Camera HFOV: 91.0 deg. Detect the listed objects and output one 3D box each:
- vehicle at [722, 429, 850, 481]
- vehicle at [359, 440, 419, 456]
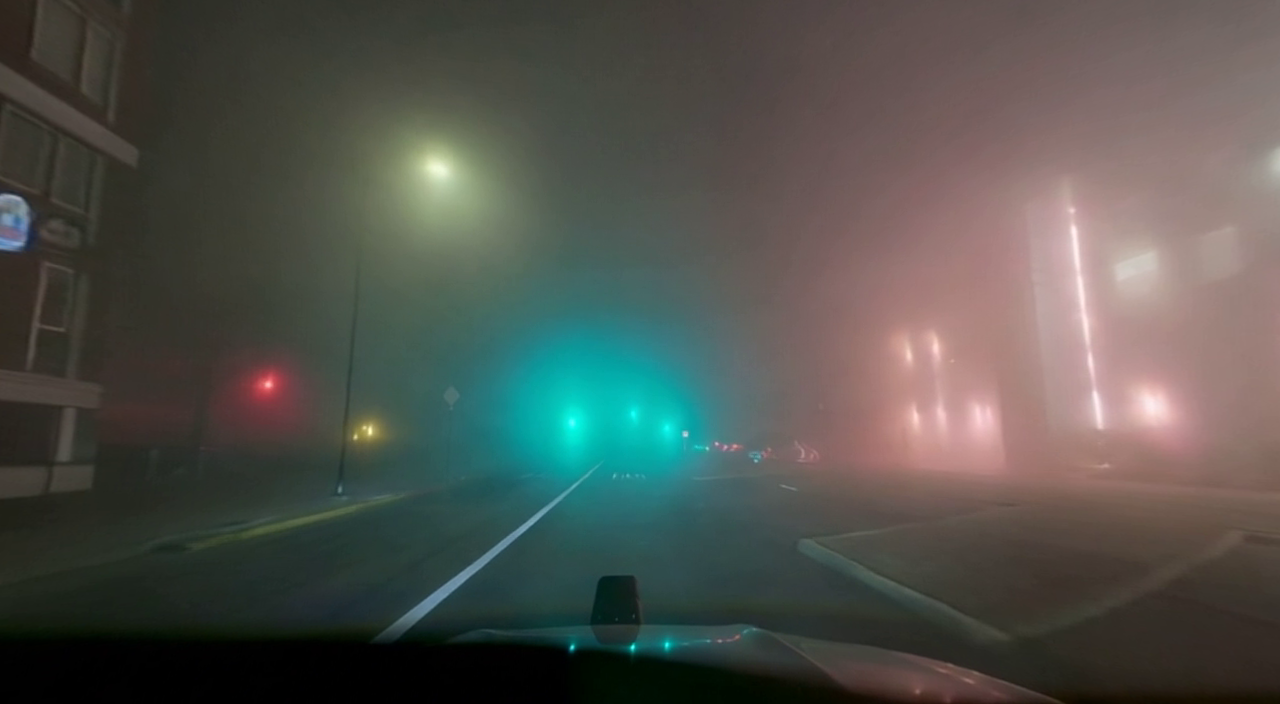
[{"bbox_3d":[4.826,3.331,20.739,3.844,1.524,1.847,4,-9,-31],"label":"vehicle"},{"bbox_3d":[-19.741,7.581,49.779,2.660,1.211,4.739,0,-8,1],"label":"vehicle"}]
